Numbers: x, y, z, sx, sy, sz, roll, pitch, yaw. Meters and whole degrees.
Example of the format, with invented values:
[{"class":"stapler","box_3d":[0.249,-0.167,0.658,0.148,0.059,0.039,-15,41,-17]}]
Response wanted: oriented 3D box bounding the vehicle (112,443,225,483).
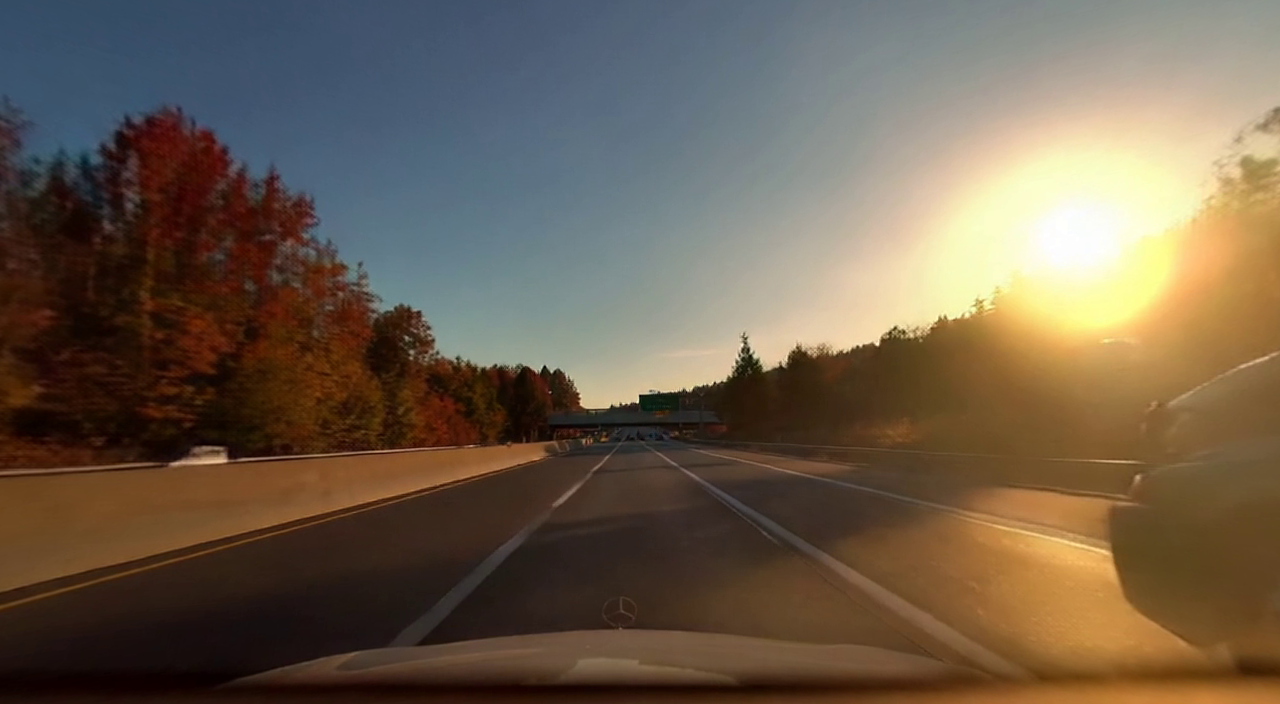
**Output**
[{"class":"vehicle","box_3d":[-21.953,5.136,29.530,1.935,1.659,4.318,0,-8,0]}]
